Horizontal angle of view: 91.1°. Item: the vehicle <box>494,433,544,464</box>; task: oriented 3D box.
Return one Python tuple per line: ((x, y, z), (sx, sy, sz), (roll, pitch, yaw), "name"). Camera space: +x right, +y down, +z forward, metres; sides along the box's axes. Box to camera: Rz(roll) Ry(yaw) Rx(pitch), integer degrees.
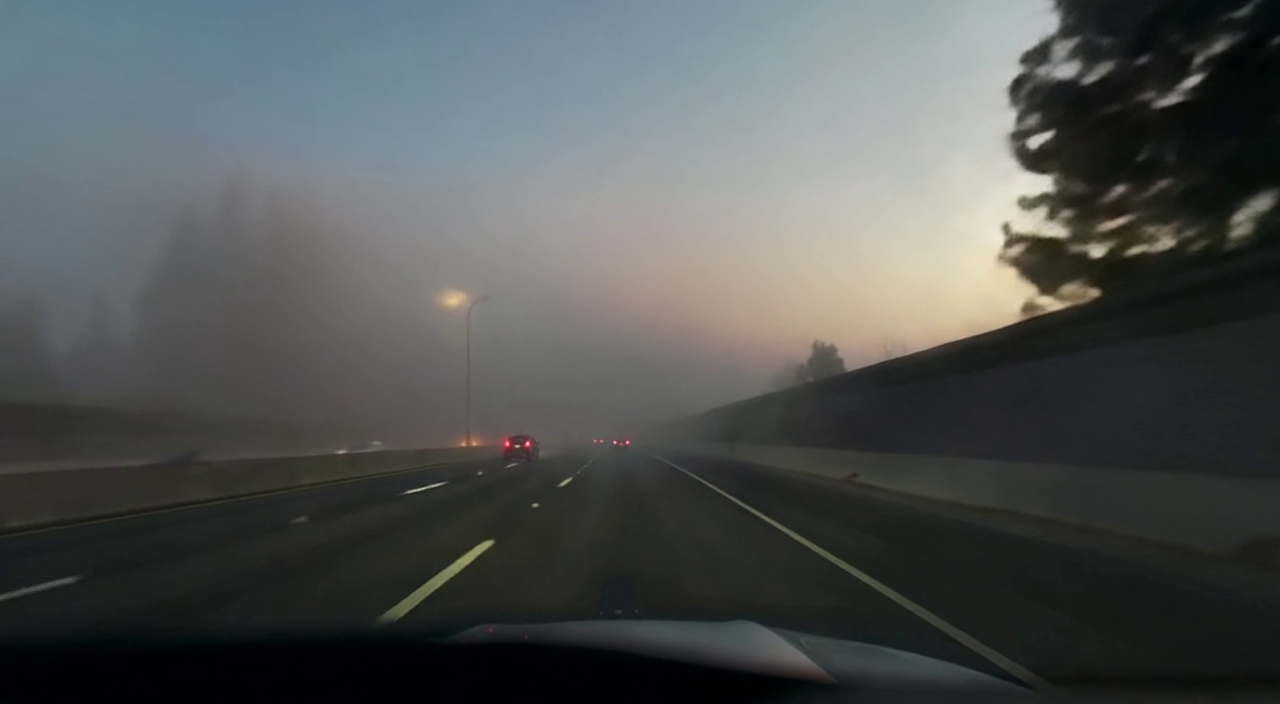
((-6.372, 5.114, 33.607), (1.988, 1.505, 4.044), (0, -8, -1), "vehicle")
